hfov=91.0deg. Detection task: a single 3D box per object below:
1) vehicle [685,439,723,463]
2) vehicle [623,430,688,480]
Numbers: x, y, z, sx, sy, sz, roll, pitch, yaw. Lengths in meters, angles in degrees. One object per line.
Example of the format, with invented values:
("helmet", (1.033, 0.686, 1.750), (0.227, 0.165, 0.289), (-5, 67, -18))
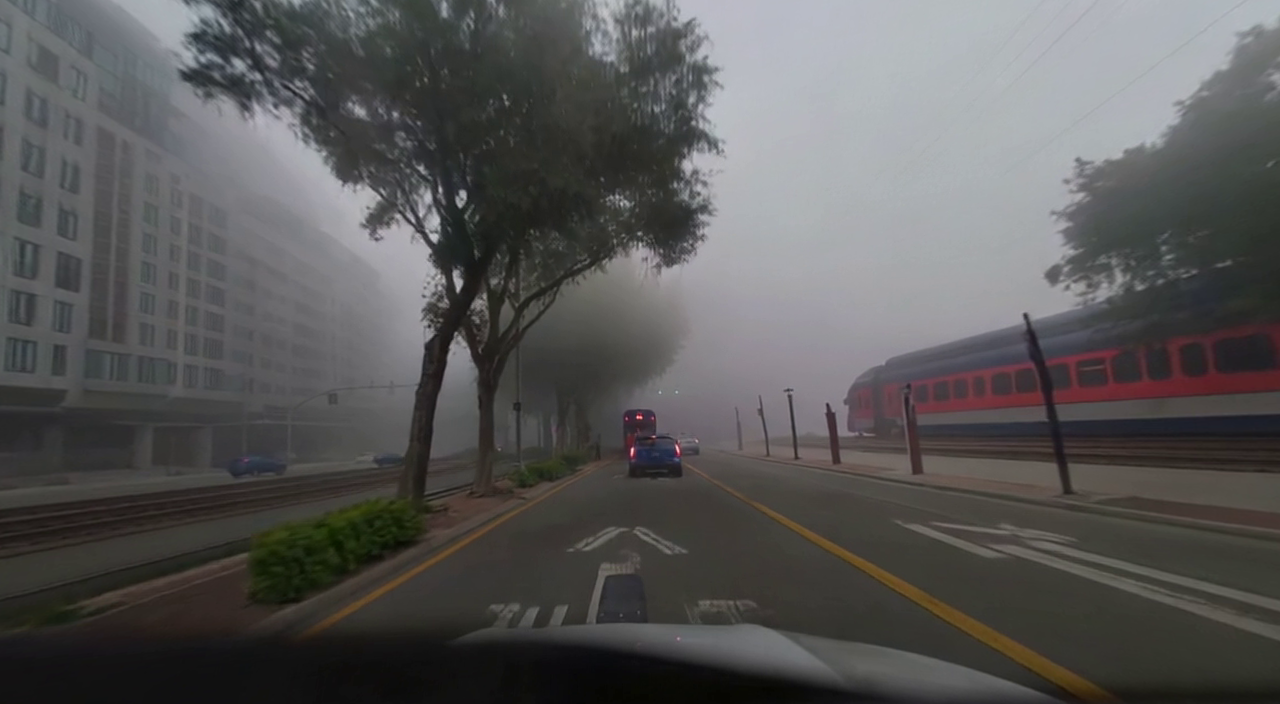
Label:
("vehicle", (4.051, 6.358, 40.471), (1.916, 1.466, 4.529), (0, -9, -1))
("vehicle", (0.499, 3.823, 23.453), (2.190, 1.684, 4.084), (0, -9, 0))
